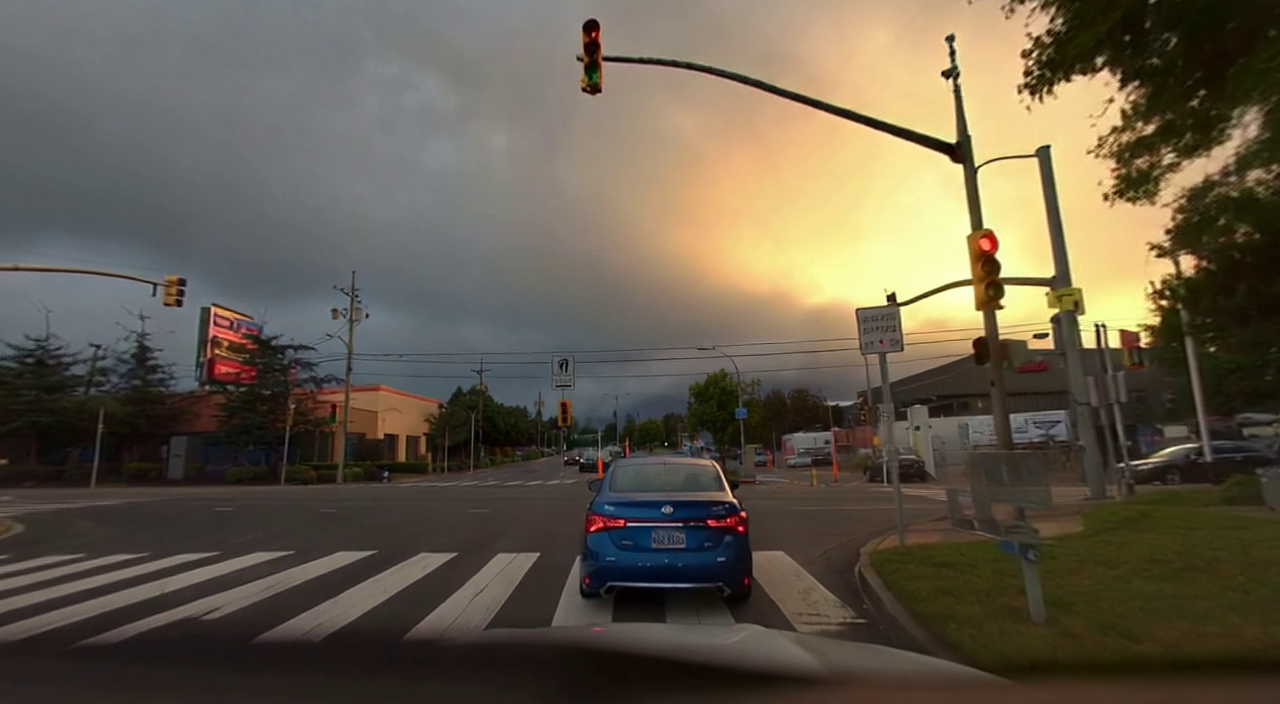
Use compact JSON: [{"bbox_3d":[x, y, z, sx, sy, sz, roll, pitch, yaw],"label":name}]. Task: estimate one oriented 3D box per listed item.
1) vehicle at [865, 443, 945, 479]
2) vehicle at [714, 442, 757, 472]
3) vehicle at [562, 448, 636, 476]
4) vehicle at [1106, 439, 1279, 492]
[{"bbox_3d":[12.416,5.211,29.808,1.922,1.529,3.964,0,-12,-1],"label":"vehicle"},{"bbox_3d":[6.901,7.569,45.703,1.491,2.041,2.964,6,-10,-33],"label":"vehicle"},{"bbox_3d":[-2.451,6.436,37.143,3.991,1.526,1.868,-5,-9,31],"label":"vehicle"},{"bbox_3d":[16.817,3.398,19.129,3.876,1.512,1.784,0,-8,-1],"label":"vehicle"}]
